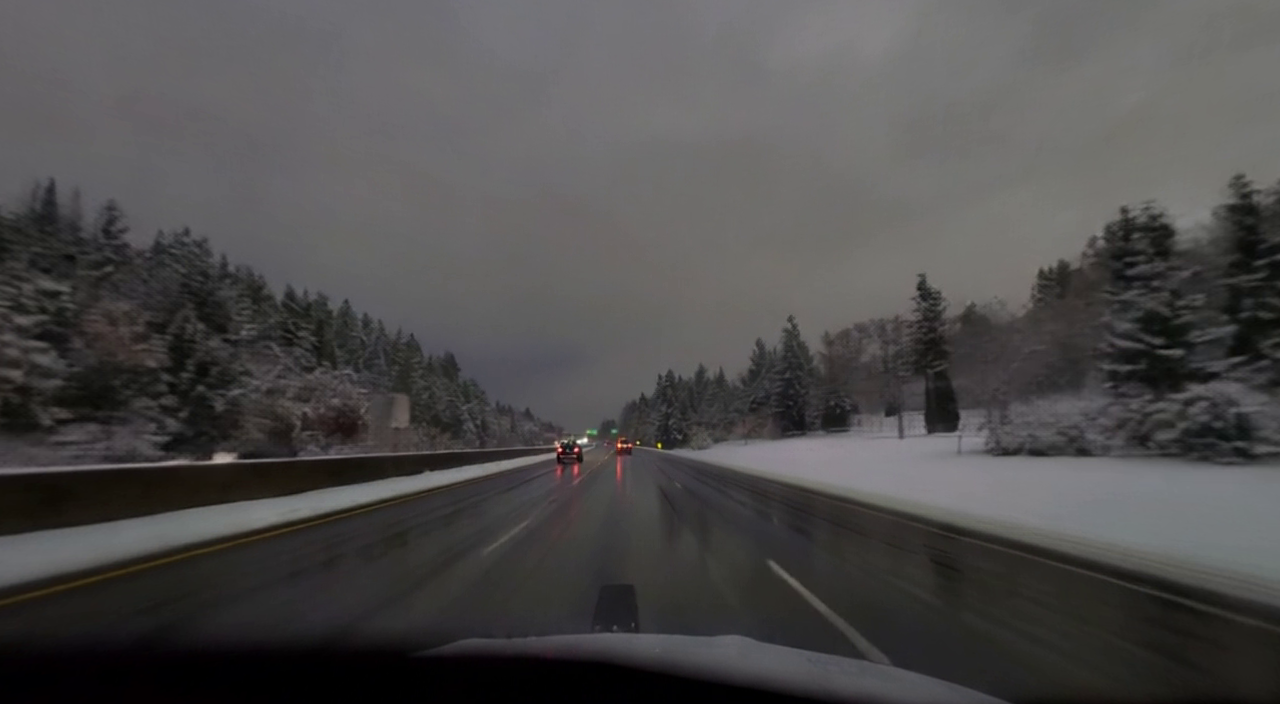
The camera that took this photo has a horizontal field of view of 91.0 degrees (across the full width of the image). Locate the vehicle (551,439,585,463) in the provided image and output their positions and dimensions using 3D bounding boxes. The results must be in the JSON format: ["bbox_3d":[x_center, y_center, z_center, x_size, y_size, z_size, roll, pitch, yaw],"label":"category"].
[{"bbox_3d":[-5.241,7.206,46.150,2.111,1.645,4.382,0,-8,-2],"label":"vehicle"}]

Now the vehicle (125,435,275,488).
[{"bbox_3d":[-15.051,3.734,21.943,1.946,1.609,4.727,0,-8,-2],"label":"vehicle"}]
